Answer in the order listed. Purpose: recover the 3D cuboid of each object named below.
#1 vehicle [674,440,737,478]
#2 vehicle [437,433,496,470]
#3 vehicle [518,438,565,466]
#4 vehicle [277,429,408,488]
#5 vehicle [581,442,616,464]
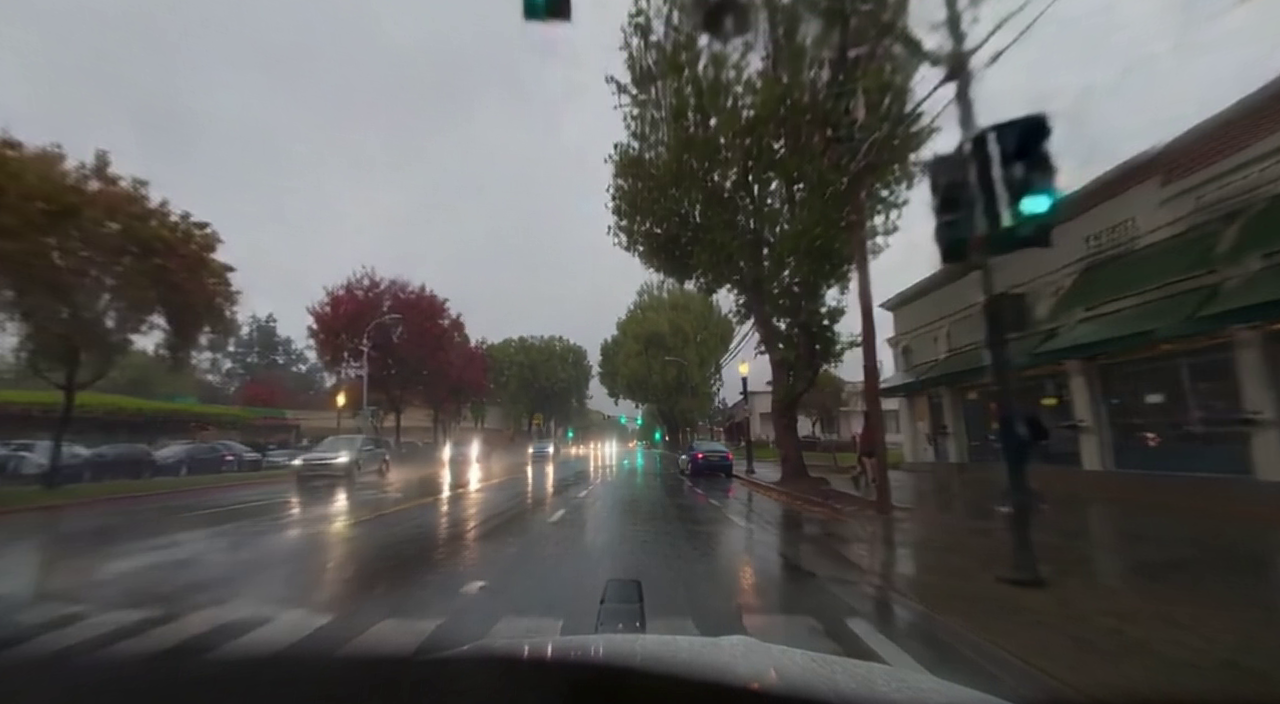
[{"bbox_3d":[2.714,4.583,27.301,2.034,1.491,4.618,1,-8,-3],"label":"vehicle"},{"bbox_3d":[-10.234,5.886,37.594,2.088,2.031,4.616,0,-8,1],"label":"vehicle"},{"bbox_3d":[-6.690,6.875,43.669,2.371,1.800,4.987,0,-8,1],"label":"vehicle"},{"bbox_3d":[-10.221,3.701,22.261,2.116,1.817,4.964,0,-8,1],"label":"vehicle"},{"bbox_3d":[-2.932,7.259,45.557,2.122,1.469,4.388,0,-8,1],"label":"vehicle"}]
